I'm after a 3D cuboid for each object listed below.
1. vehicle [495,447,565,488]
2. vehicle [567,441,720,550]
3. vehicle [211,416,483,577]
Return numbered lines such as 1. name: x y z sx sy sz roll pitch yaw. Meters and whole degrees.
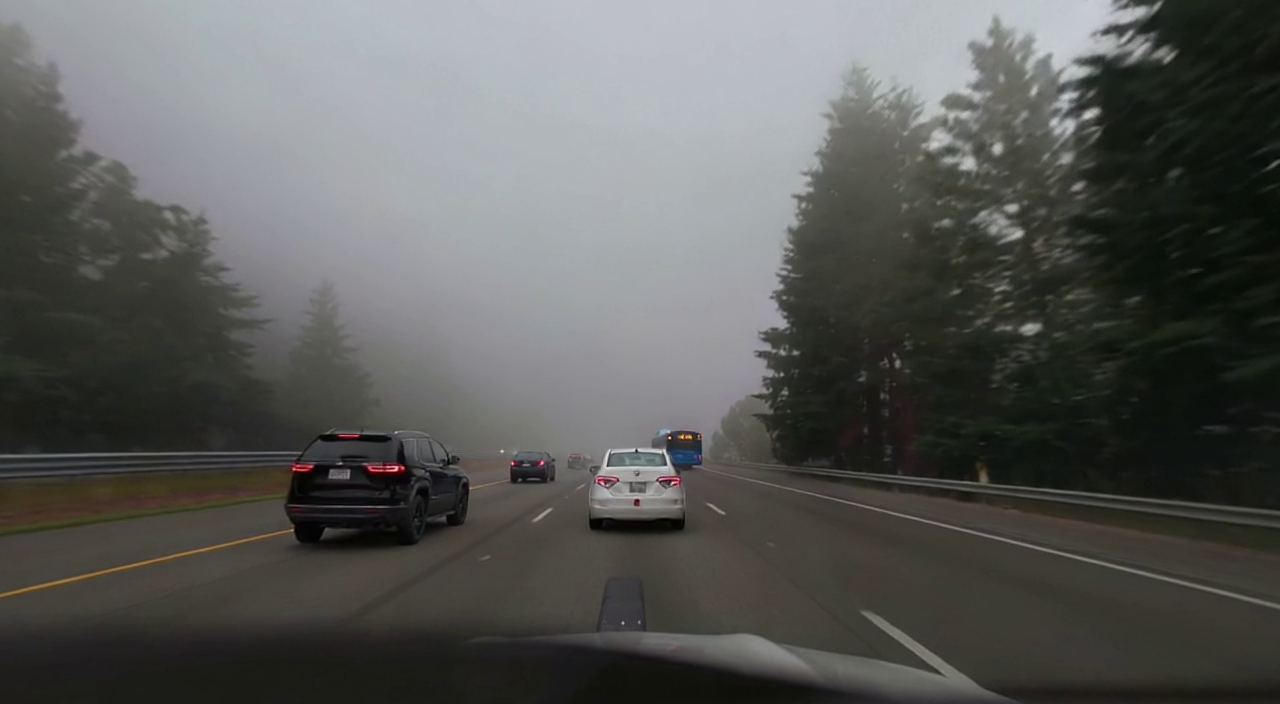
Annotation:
1. vehicle: -4.337 4.623 25.477 2.122 1.491 3.800 0 -9 0
2. vehicle: -0.011 2.320 10.863 2.120 1.478 4.179 0 -9 -2
3. vehicle: -3.667 1.875 8.895 1.830 1.703 4.142 0 -9 0
